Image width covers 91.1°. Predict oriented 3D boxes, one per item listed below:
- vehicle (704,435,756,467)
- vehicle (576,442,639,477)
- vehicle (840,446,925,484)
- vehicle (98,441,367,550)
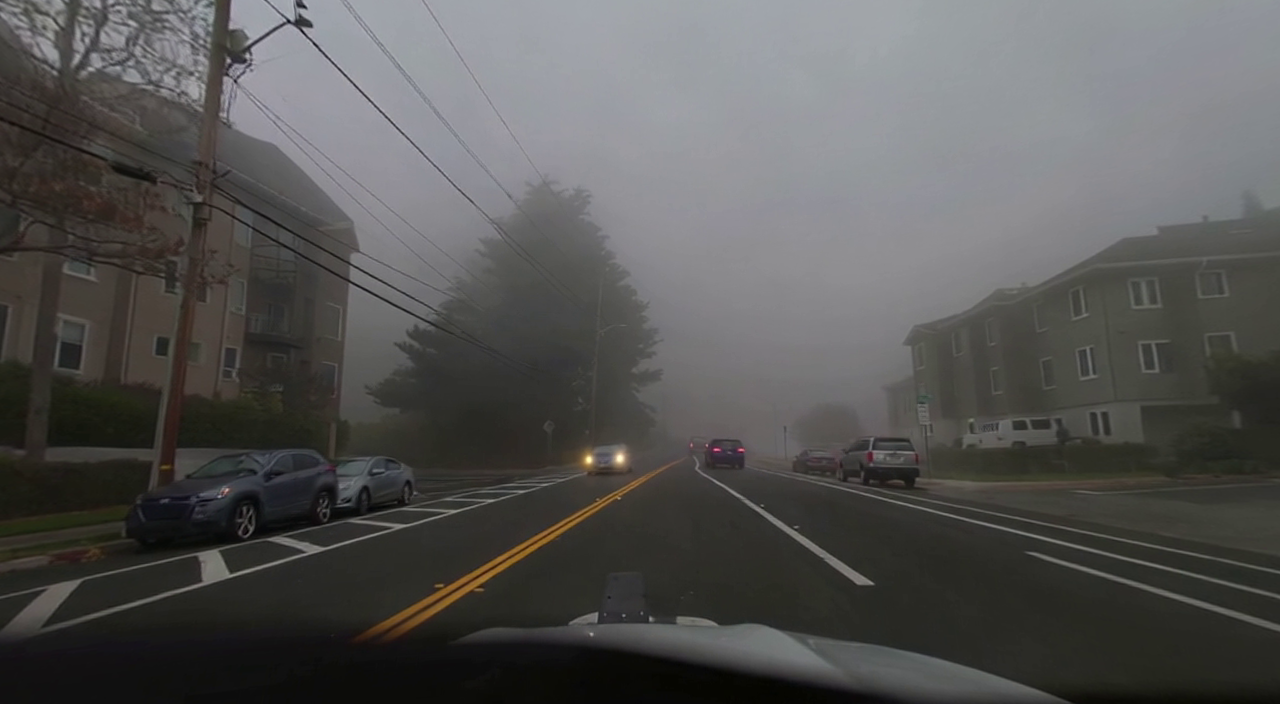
[{"bbox_3d":[5.052,5.655,35.977,2.306,1.719,4.805,0,-8,0],"label":"vehicle"},{"bbox_3d":[-1.384,4.904,28.898,2.155,1.436,4.501,-1,-8,7],"label":"vehicle"},{"bbox_3d":[10.325,4.800,27.123,1.935,1.478,4.711,-1,-8,2],"label":"vehicle"},{"bbox_3d":[-8.001,2.810,13.120,2.381,1.825,4.652,-1,-8,2],"label":"vehicle"}]
